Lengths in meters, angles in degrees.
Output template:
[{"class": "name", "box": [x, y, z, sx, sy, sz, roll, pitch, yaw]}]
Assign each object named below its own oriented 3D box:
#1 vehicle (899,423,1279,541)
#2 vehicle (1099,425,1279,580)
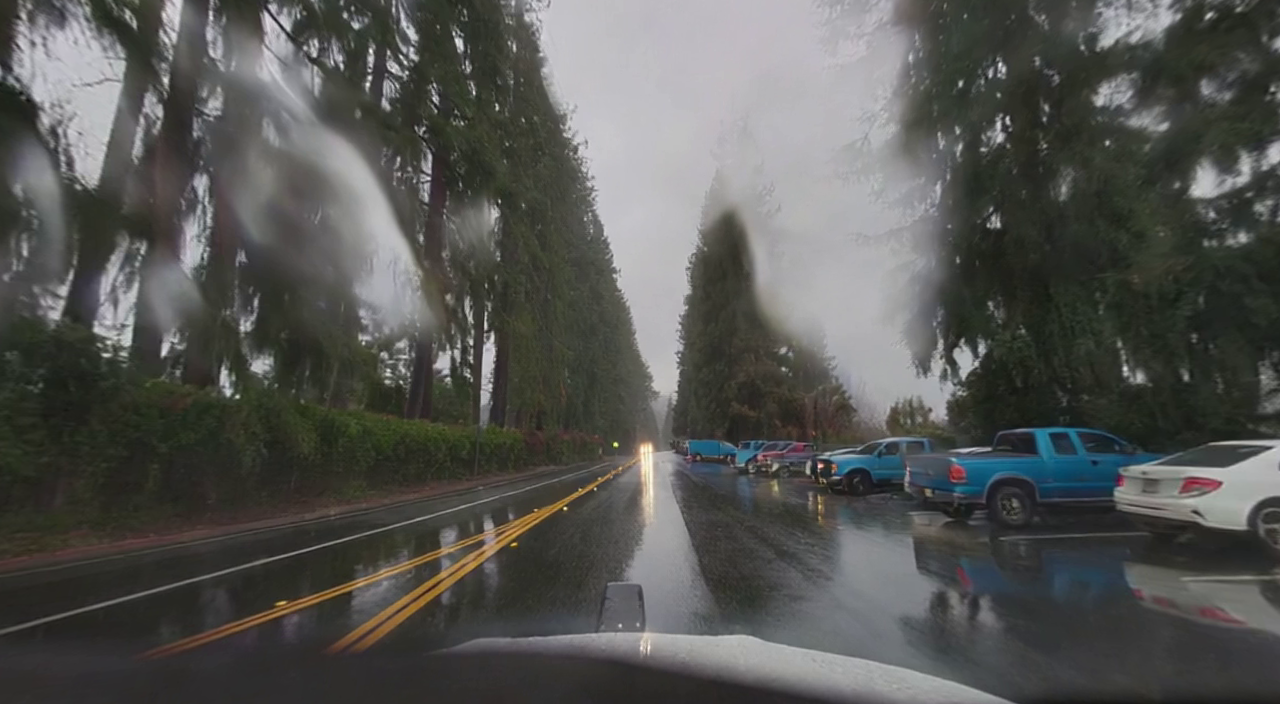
[{"class": "vehicle", "box": [7.584, 2.192, 11.059, 5.072, 1.802, 2.236, 0, -8, -3]}, {"class": "vehicle", "box": [8.772, 1.861, 8.311, 3.853, 1.732, 2.049, 0, -8, -3]}]
